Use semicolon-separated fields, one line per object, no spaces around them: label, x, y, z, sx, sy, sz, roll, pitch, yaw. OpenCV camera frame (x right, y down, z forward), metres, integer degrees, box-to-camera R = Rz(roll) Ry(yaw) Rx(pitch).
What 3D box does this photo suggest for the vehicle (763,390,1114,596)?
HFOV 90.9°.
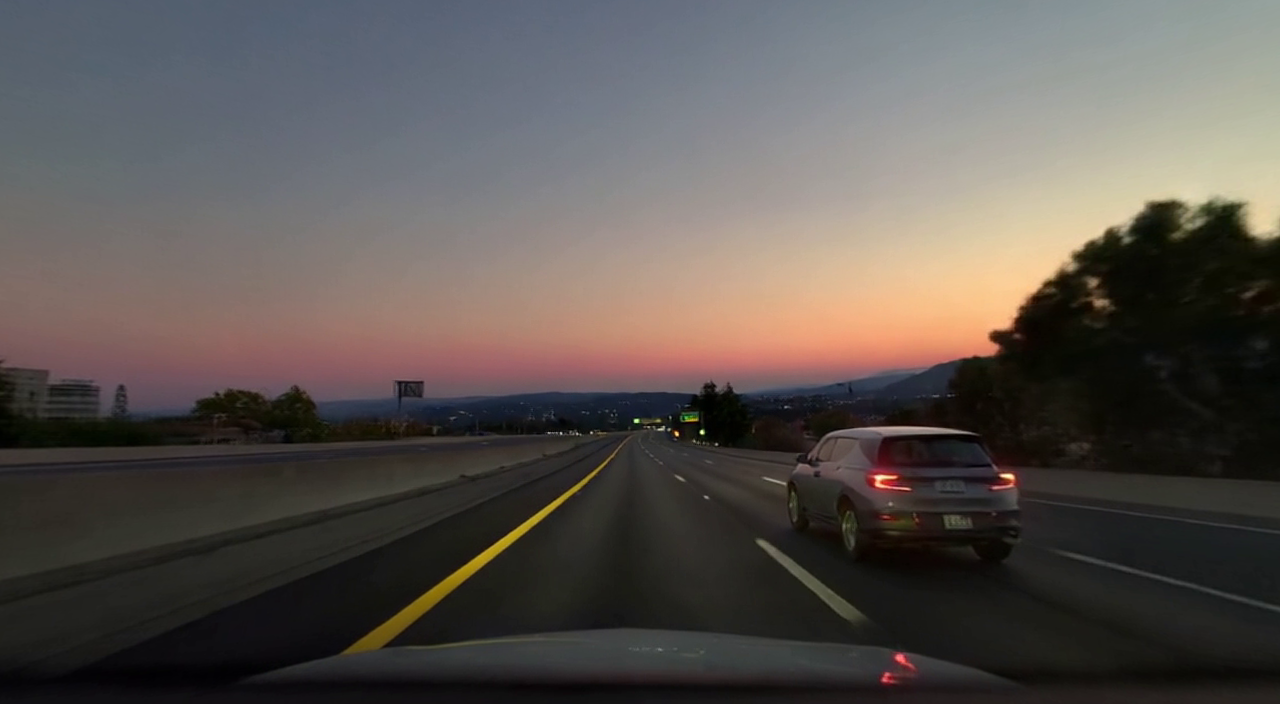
vehicle;2.918;1.493;7.461;2.059;1.715;4.192;0;-8;0
